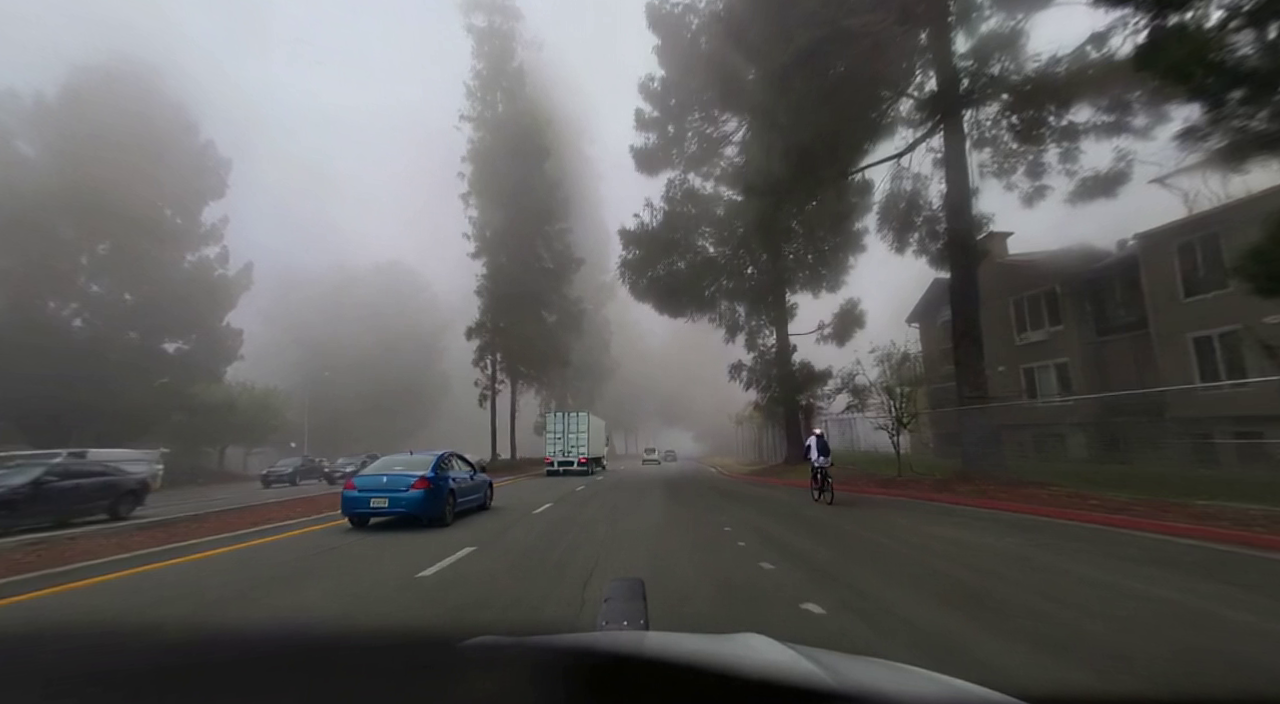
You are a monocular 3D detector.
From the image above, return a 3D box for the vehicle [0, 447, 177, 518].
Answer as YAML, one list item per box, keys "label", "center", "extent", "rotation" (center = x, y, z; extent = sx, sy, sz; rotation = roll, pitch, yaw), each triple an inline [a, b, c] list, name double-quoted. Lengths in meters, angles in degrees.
- label: "vehicle"
  center: [-18.555, 4.138, 20.811]
  extent: [2.091, 1.968, 5.809]
  rotation: [0, -9, 0]

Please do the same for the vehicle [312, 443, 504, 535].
- label: "vehicle"
  center: [-4.205, 2.535, 12.351]
  extent: [2.005, 1.462, 4.345]
  rotation: [-1, -9, 2]

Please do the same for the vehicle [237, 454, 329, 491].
- label: "vehicle"
  center: [-18.622, 6.261, 33.201]
  extent: [2.004, 1.704, 4.876]
  rotation: [0, -9, 0]

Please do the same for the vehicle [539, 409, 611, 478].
- label: "vehicle"
  center: [-3.324, 5.034, 34.640]
  extent: [2.746, 3.276, 8.572]
  rotation: [-1, -9, 2]
